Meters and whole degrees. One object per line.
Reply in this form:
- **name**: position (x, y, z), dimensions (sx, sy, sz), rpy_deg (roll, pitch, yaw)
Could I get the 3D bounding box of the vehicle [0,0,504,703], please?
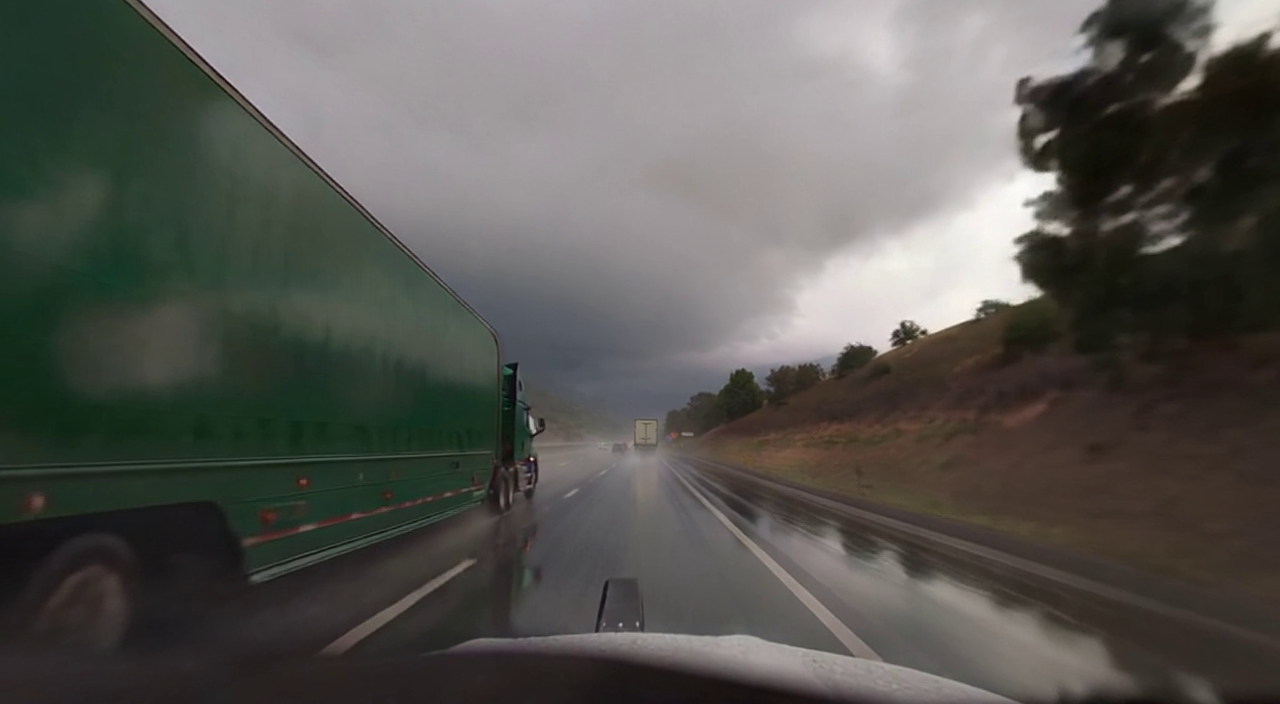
- **vehicle**: position (-3.715, 0.521, 5.356), dimensions (2.789, 3.271, 10.894), rpy_deg (1, -9, -1)
